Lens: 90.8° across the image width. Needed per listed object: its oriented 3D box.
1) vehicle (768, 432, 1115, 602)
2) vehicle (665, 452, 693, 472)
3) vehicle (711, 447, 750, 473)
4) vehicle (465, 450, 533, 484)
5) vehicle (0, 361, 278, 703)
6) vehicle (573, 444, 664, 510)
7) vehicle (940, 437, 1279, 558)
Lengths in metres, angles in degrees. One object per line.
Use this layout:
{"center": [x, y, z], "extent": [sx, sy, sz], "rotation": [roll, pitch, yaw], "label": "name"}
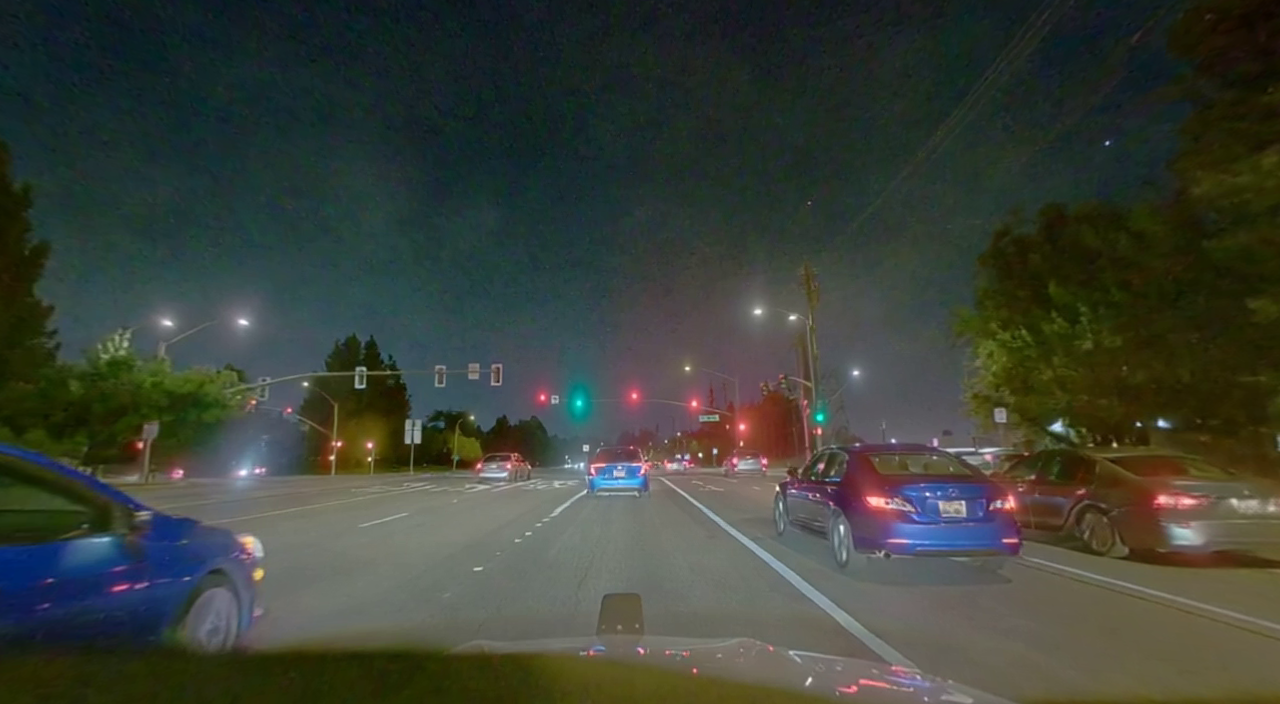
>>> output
{"center": [3.171, 1.811, 7.955], "extent": [2.053, 1.490, 4.464], "rotation": [0, -8, -2], "label": "vehicle"}
{"center": [3.028, 8.704, 49.970], "extent": [1.850, 1.438, 4.166], "rotation": [0, -8, -1], "label": "vehicle"}
{"center": [6.796, 8.138, 47.938], "extent": [2.113, 1.789, 4.622], "rotation": [0, -8, -2], "label": "vehicle"}
{"center": [-6.784, 5.573, 31.018], "extent": [2.032, 1.448, 5.500], "rotation": [0, -8, 0], "label": "vehicle"}
{"center": [-3.325, 0.764, 1.698], "extent": [2.073, 1.606, 4.364], "rotation": [0, -8, 0], "label": "vehicle"}
{"center": [-0.510, 3.148, 16.451], "extent": [2.065, 1.464, 4.216], "rotation": [0, -8, -1], "label": "vehicle"}
{"center": [6.899, 2.118, 10.031], "extent": [2.004, 1.455, 4.417], "rotation": [0, -8, -1], "label": "vehicle"}
